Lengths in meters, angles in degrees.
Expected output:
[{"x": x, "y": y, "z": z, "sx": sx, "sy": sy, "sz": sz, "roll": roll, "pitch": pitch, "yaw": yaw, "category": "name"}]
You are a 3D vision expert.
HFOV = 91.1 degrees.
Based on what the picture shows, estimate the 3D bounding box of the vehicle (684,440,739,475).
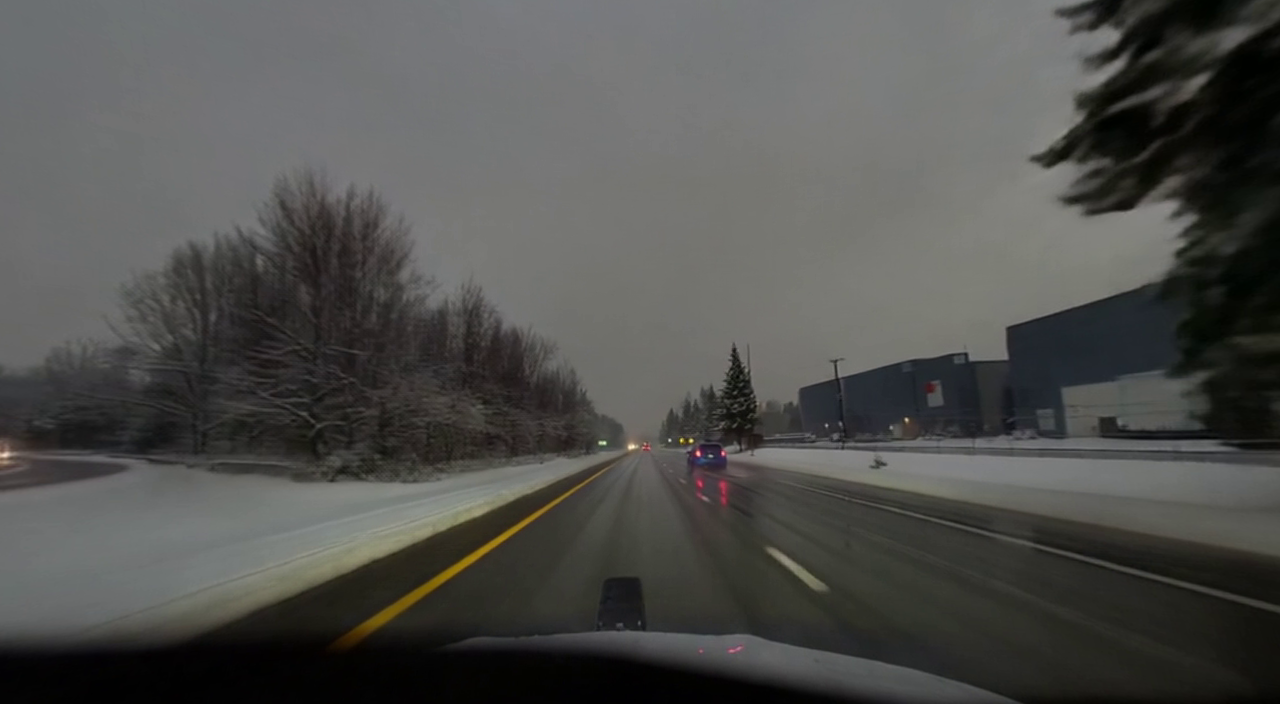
[{"x": 3.359, "y": 5.053, "z": 30.274, "sx": 2.079, "sy": 1.531, "sz": 3.997, "roll": 0, "pitch": -9, "yaw": -1, "category": "vehicle"}]
